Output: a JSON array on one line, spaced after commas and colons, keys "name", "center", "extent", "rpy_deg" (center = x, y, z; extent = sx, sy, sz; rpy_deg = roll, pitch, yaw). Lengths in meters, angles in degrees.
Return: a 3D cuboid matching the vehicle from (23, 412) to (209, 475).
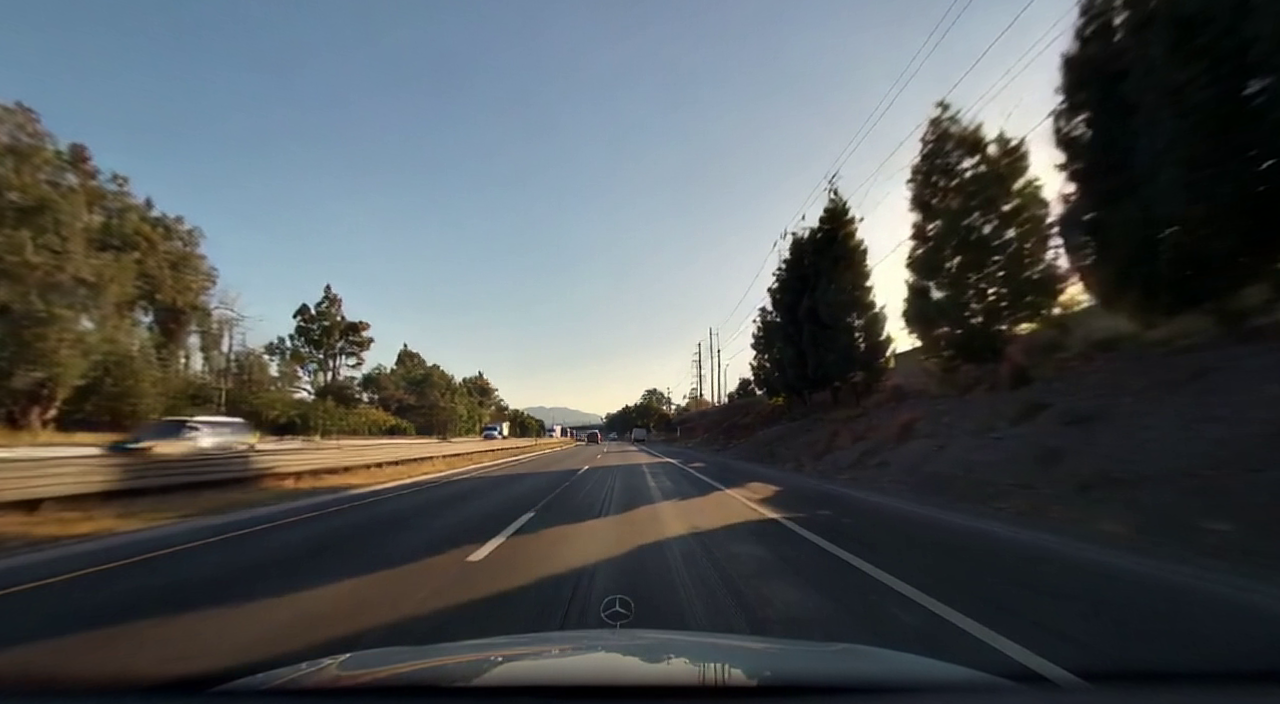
[{"name": "vehicle", "center": [-12.728, 2.240, 15.610], "extent": [1.657, 1.367, 3.463], "rpy_deg": [0, -8, -2]}]
